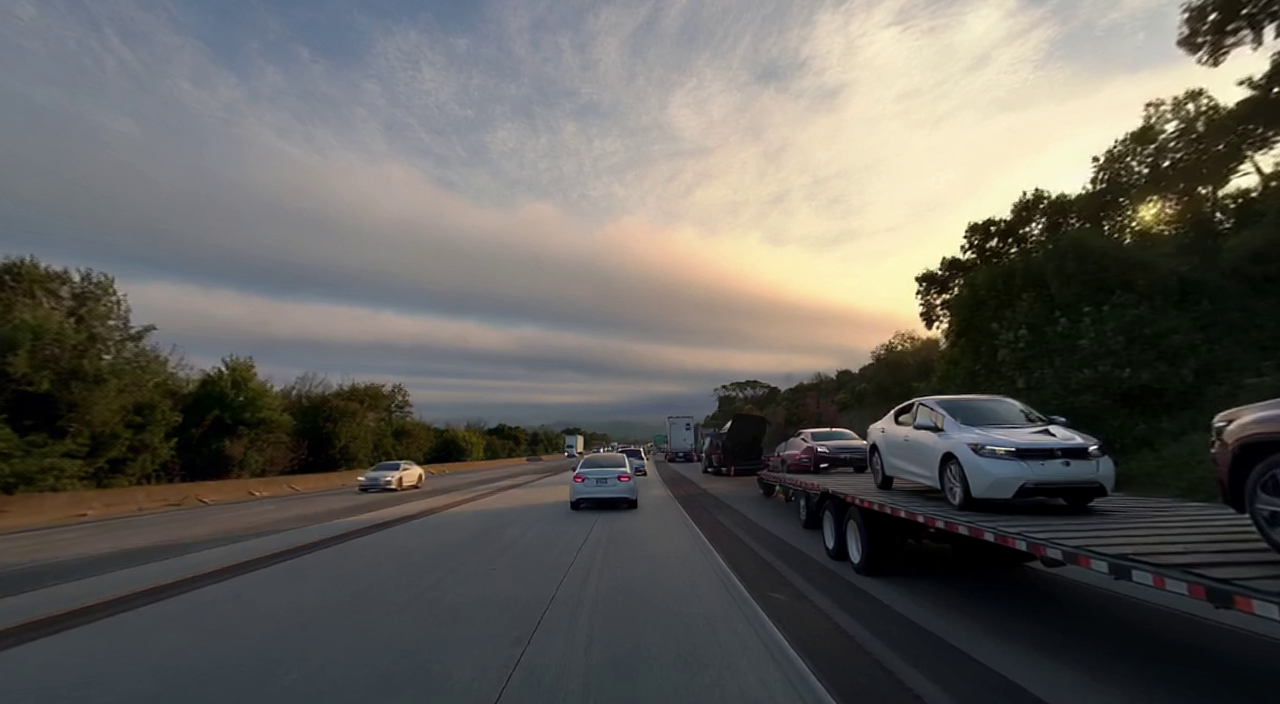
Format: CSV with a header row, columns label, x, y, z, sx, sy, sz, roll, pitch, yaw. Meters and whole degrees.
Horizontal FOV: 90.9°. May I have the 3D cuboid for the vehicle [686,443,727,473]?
label,x,y,z,sx,sy,sz,roll,pitch,yaw
vehicle,3.942,6.334,37.845,1.938,1.660,4.223,0,-9,0

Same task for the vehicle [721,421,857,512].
label,x,y,z,sx,sy,sz,roll,pitch,yaw
vehicle,3.400,2.725,15.290,2.303,1.889,3.920,0,-9,0

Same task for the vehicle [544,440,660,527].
label,x,y,z,sx,sy,sz,roll,pitch,yaw
vehicle,-0.664,2.565,12.750,1.991,1.466,3.675,0,-9,0

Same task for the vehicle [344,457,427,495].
label,x,y,z,sx,sy,sz,roll,pitch,yaw
vehicle,-11.201,5.462,28.032,2.089,1.482,3.770,0,-9,1

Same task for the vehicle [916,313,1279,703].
label,x,y,z,sx,sy,sz,roll,pitch,yaw
vehicle,3.462,0.891,3.346,1.959,1.783,4.407,0,-9,0
